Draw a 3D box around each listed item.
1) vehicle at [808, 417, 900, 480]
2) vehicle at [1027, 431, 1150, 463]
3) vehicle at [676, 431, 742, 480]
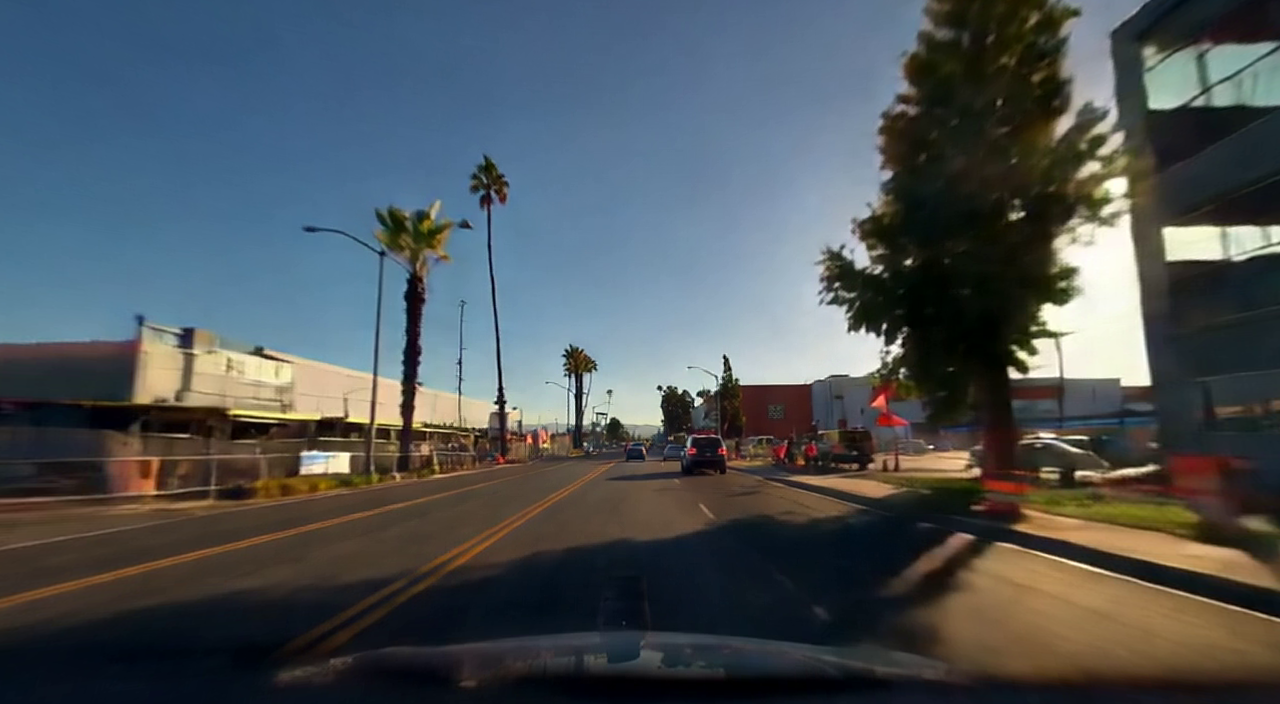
[{"bbox_3d":[11.105,4.970,32.438,2.609,2.976,4.867,-8,-11,42],"label":"vehicle"},{"bbox_3d":[30.481,6.452,42.821,6.580,2.031,2.456,1,-8,-3],"label":"vehicle"},{"bbox_3d":[2.974,4.644,28.446,2.386,1.970,5.665,0,-8,0],"label":"vehicle"}]
